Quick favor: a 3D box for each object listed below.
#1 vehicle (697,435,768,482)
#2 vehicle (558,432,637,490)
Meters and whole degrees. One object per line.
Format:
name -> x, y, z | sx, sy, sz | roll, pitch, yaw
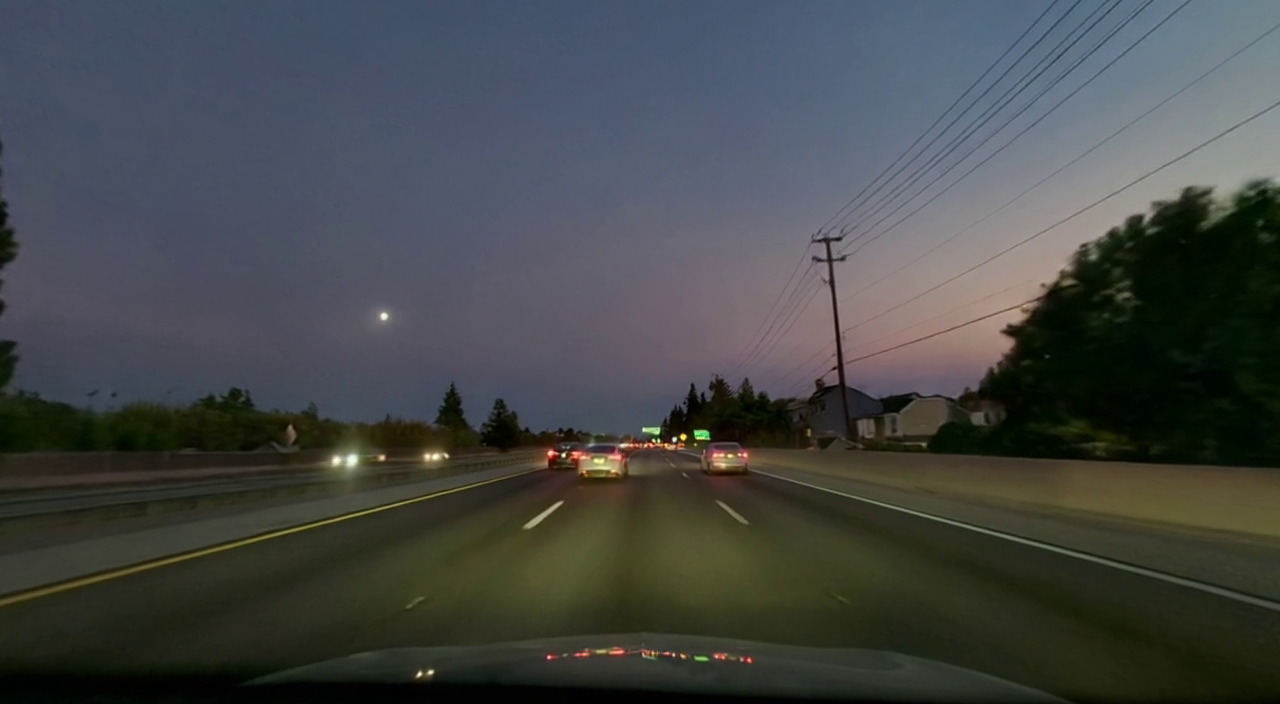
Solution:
vehicle -> 3.347, 3.930, 23.572 | 1.996, 1.579, 3.841 | 0, -8, -1
vehicle -> -1.212, 3.354, 19.764 | 2.049, 1.620, 4.153 | 0, -8, 2
